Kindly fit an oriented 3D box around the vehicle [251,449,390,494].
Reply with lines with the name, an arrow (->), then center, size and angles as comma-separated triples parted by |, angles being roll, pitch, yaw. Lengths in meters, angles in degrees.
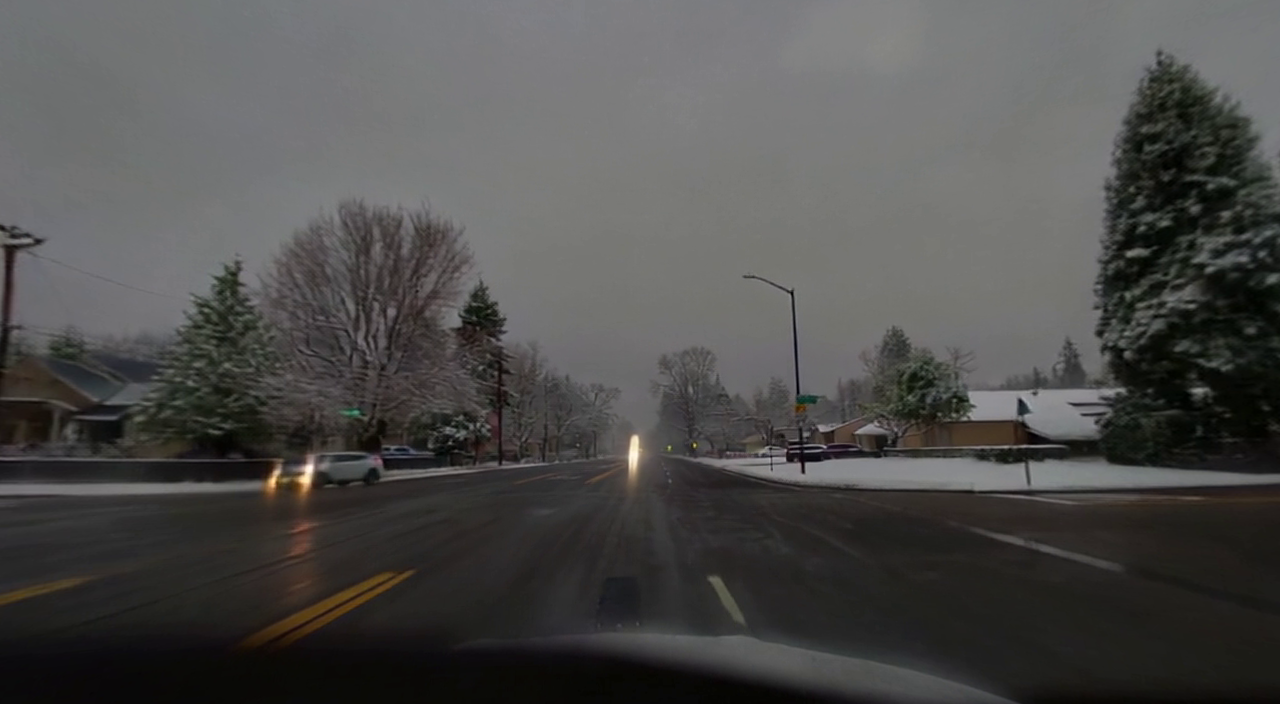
vehicle -> -12.738, 4.765, 25.600 | 2.064, 1.596, 4.716 | -4, -9, 23
